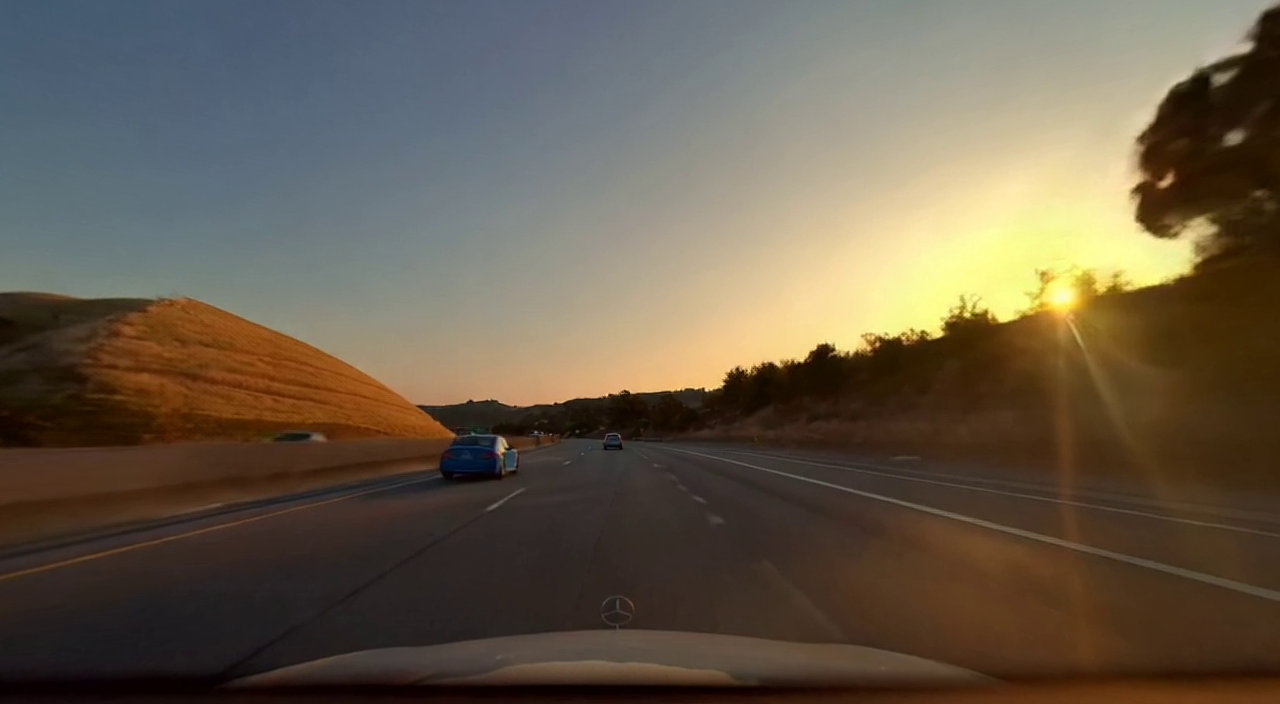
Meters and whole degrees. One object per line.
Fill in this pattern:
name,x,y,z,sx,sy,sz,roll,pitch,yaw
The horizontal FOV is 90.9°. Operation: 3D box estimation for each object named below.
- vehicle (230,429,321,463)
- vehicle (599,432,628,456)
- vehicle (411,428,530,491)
vehicle,-17.360,4.476,30.324,1.815,1.477,4.510,0,-8,-2
vehicle,-1.930,6.608,45.531,1.997,1.589,4.179,0,-8,-3
vehicle,-4.671,3.035,18.332,2.141,1.534,5.099,0,-8,-1
